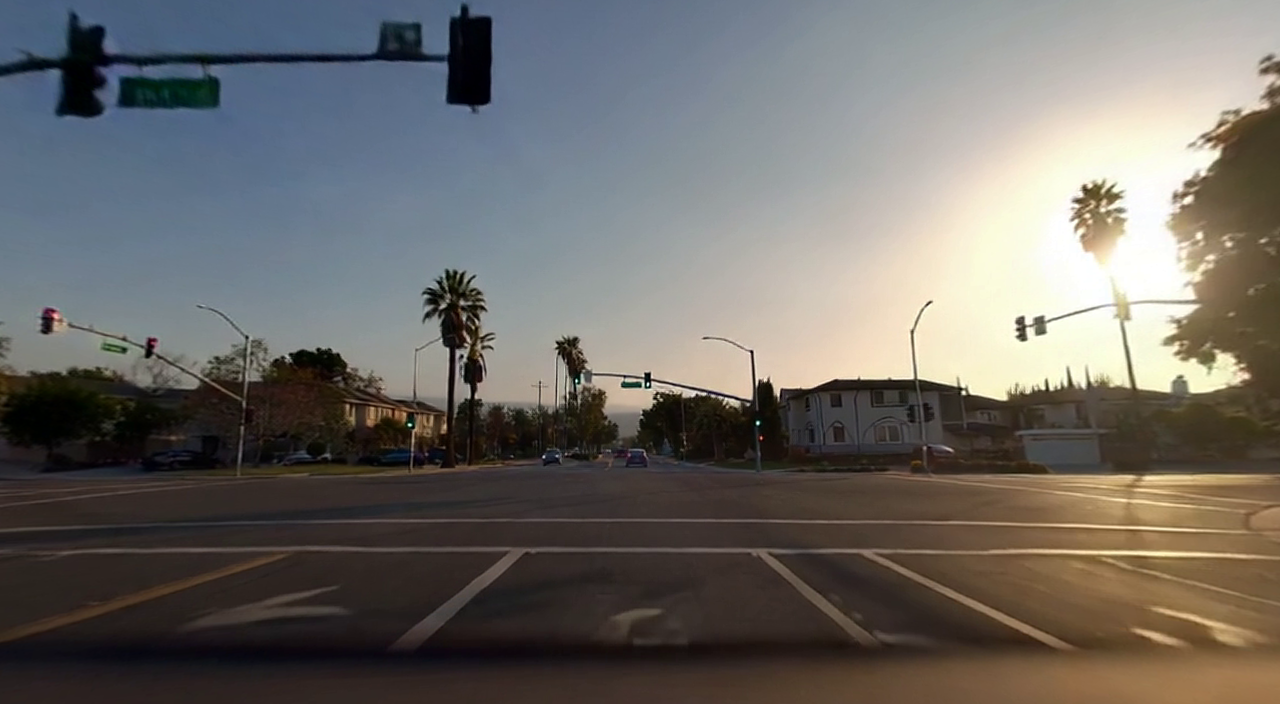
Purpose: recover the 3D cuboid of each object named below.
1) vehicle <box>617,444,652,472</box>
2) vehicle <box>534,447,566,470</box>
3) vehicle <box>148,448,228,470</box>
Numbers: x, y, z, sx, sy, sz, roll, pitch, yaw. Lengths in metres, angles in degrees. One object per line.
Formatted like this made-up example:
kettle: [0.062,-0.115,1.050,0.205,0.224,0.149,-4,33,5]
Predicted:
vehicle: [-0.456,7.486,44.735,2.248,1.833,4.798,0,-8,-3]
vehicle: [-6.929,8.229,49.097,1.983,1.684,3.938,0,-8,-1]
vehicle: [-35.695,8.438,49.971,4.887,1.546,1.807,7,-11,-40]
